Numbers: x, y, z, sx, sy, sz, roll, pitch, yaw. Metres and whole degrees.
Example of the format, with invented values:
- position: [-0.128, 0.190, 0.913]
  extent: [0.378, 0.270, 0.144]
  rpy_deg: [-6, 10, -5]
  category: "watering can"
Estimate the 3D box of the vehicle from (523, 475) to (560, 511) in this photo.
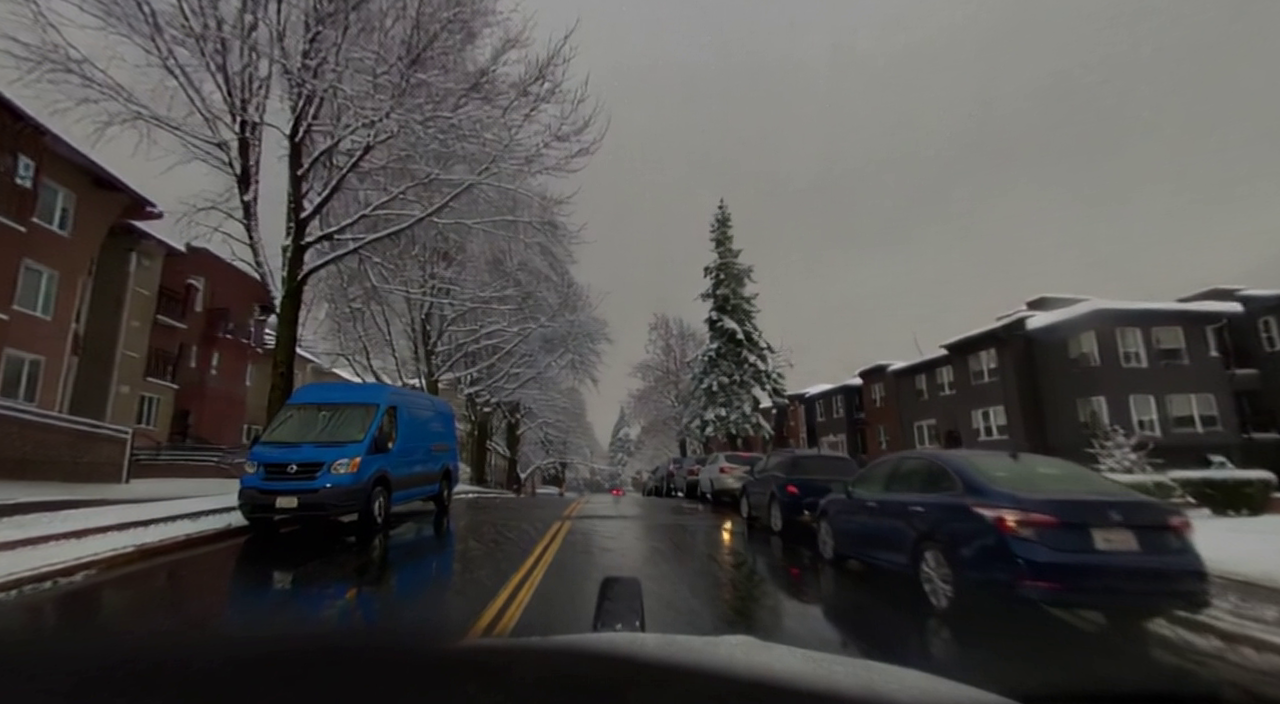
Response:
- position: [-6.729, 9.643, 43.491]
  extent: [2.090, 1.674, 4.457]
  rpy_deg: [-4, -4, -5]
  category: "vehicle"

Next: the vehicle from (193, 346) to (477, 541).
- position: [-5.178, 1.744, 12.417]
  extent: [2.546, 2.664, 6.863]
  rpy_deg: [-2, -8, -4]
  category: "vehicle"

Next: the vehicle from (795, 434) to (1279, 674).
- position: [3.033, 1.561, 6.097]
  extent: [1.827, 1.436, 4.322]
  rpy_deg: [0, -9, -2]
  category: "vehicle"
